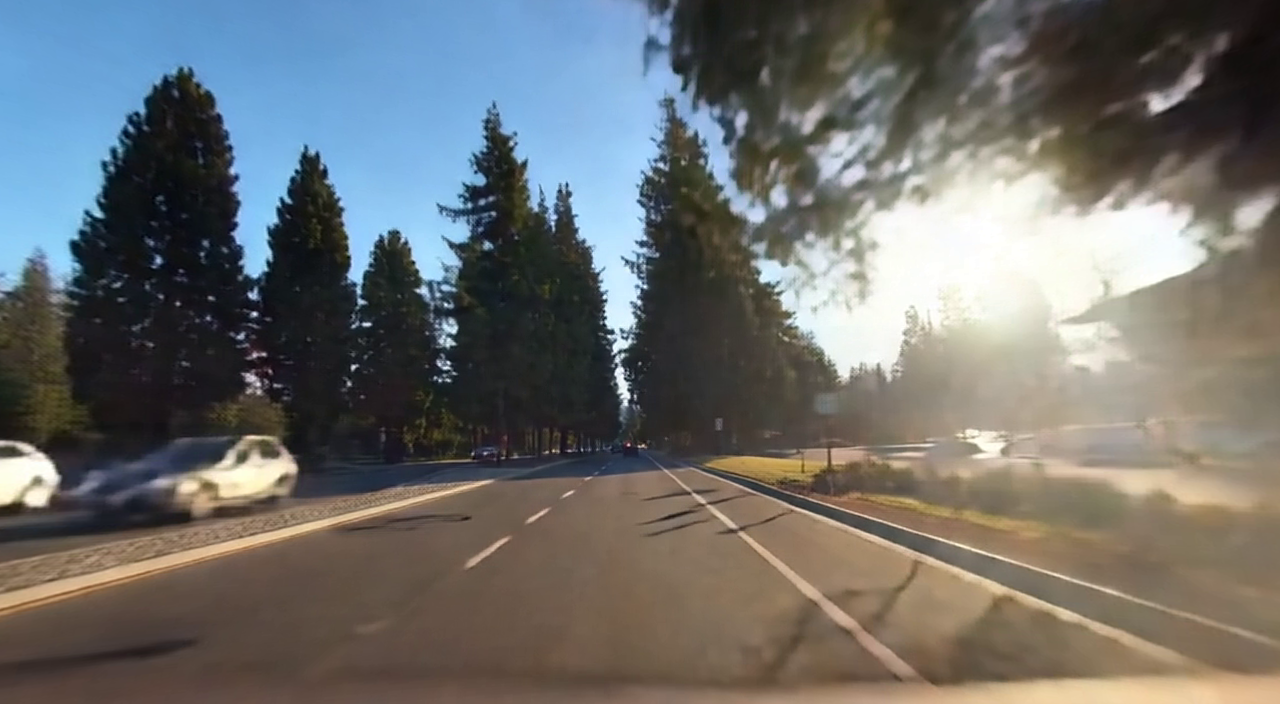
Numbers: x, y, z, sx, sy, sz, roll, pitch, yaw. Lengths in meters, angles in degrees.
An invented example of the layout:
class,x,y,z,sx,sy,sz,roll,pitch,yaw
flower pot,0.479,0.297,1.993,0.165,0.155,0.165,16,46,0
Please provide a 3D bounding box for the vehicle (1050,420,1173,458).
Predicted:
class,x,y,z,sx,sy,sz,roll,pitch,yaw
vehicle,24.843,4.624,33.300,4.814,1.804,1.980,-1,-9,-1

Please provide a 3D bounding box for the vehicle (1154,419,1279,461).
class,x,y,z,sx,sy,sz,roll,pitch,yaw
vehicle,25.381,3.822,27.216,4.393,1.717,2.010,0,-9,1

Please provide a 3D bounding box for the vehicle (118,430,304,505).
class,x,y,z,sx,sy,sz,roll,pitch,yaw
vehicle,-11.848,3.208,17.888,2.146,1.847,4.437,0,-8,0
